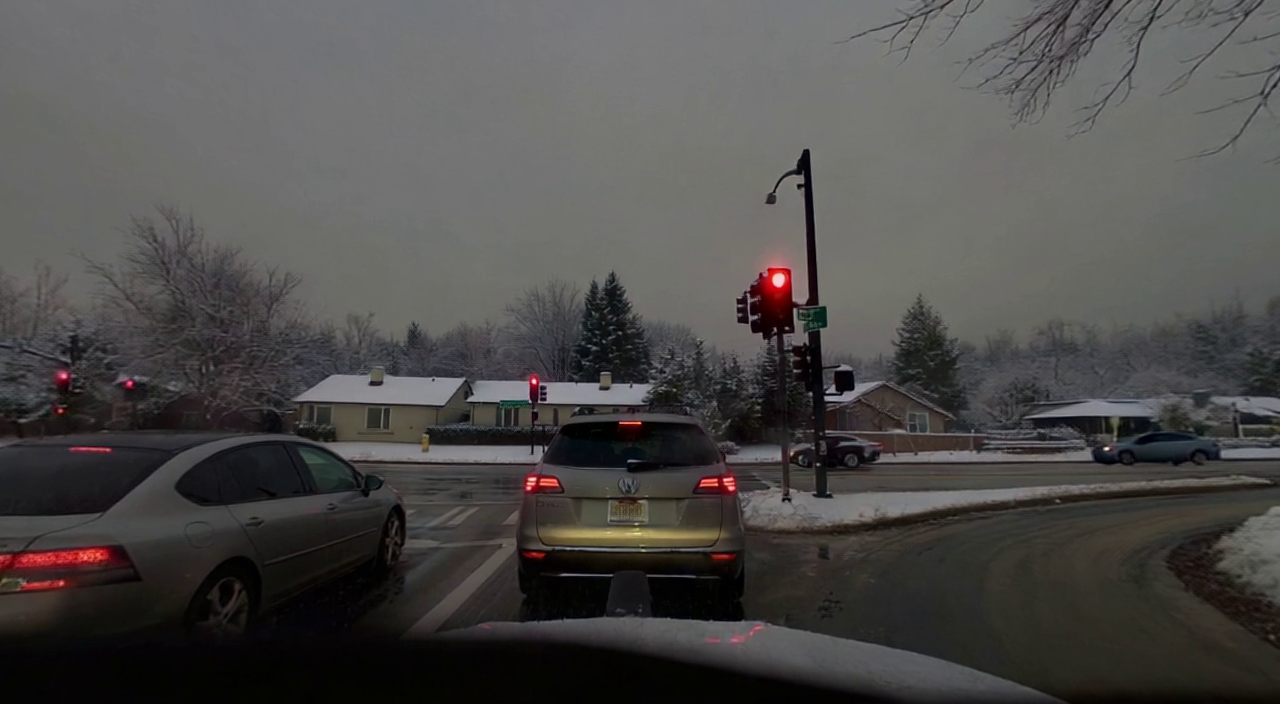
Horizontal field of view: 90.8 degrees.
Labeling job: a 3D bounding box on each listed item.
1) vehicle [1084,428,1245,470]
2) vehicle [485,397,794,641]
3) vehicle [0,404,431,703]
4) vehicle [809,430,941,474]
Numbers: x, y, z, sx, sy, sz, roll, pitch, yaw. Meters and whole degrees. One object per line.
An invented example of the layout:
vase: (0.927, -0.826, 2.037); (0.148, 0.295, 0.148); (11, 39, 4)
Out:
vehicle: (21.339, 3.961, 25.881); (4.670, 1.616, 1.926); (-1, -9, 6)
vehicle: (-0.143, 1.468, 6.563); (2.154, 1.670, 4.140); (1, -9, -4)
vehicle: (-3.290, 1.281, 4.725); (2.035, 1.492, 4.415); (0, -9, -2)
vehicle: (9.930, 4.281, 27.098); (4.887, 1.769, 2.035); (-1, -9, 6)
